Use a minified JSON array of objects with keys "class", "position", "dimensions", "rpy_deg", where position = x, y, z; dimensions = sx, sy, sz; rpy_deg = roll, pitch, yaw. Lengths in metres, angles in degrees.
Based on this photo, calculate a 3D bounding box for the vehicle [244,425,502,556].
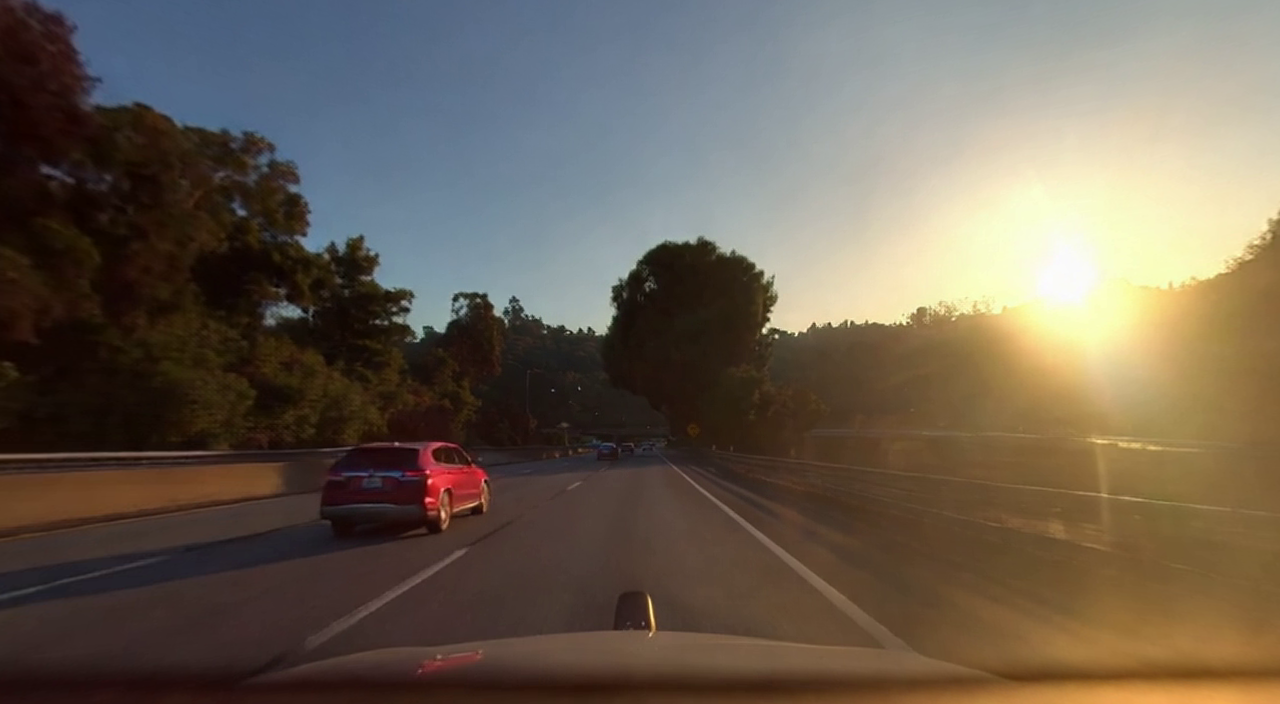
[{"class":"vehicle","position":[-3.655,1.948,9.646],"dimensions":[1.993,1.538,4.192],"rpy_deg":[0,-8,2]}]
